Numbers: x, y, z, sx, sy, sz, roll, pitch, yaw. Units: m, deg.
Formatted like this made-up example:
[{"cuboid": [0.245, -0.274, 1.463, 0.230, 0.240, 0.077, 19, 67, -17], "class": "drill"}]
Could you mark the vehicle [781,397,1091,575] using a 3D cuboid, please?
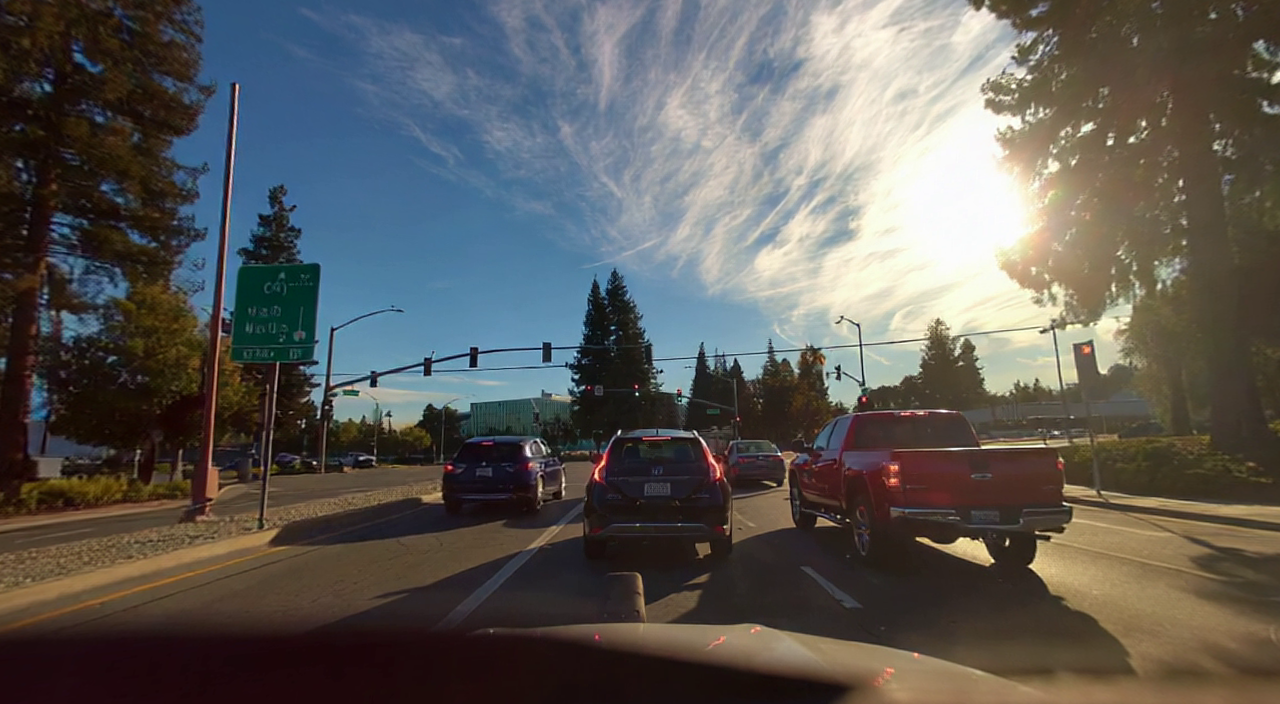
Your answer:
[{"cuboid": [3.389, 1.633, 8.395, 2.099, 1.725, 4.290, 0, -8, 2], "class": "vehicle"}]

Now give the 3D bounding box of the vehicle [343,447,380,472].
[{"cuboid": [-19.327, 7.421, 43.888, 2.026, 1.587, 4.608, 3, -9, -20], "class": "vehicle"}]

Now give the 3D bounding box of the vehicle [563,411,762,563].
[{"cuboid": [0.248, 1.778, 8.977, 2.168, 1.641, 4.039, 0, -8, 0], "class": "vehicle"}]

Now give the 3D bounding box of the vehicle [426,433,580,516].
[{"cuboid": [-2.727, 2.608, 14.056, 2.133, 1.496, 5.150, 0, -8, 2], "class": "vehicle"}]
